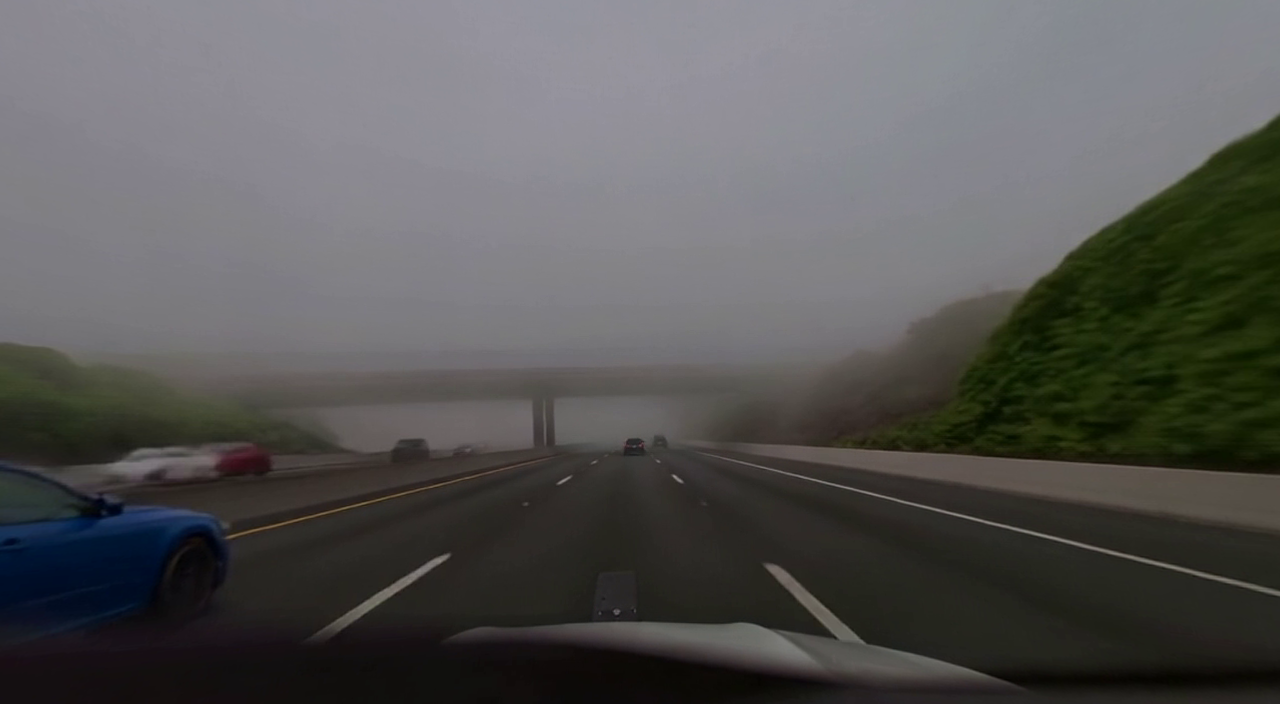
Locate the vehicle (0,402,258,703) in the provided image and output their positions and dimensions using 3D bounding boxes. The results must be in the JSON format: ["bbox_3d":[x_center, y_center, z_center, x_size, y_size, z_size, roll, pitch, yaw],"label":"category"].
[{"bbox_3d":[-3.965,0.960,2.822,1.981,1.475,4.084,0,-8,-1],"label":"vehicle"}]

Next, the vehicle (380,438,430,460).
[{"bbox_3d":[-17.041,7.007,45.907,1.922,1.482,4.386,0,-8,0],"label":"vehicle"}]
